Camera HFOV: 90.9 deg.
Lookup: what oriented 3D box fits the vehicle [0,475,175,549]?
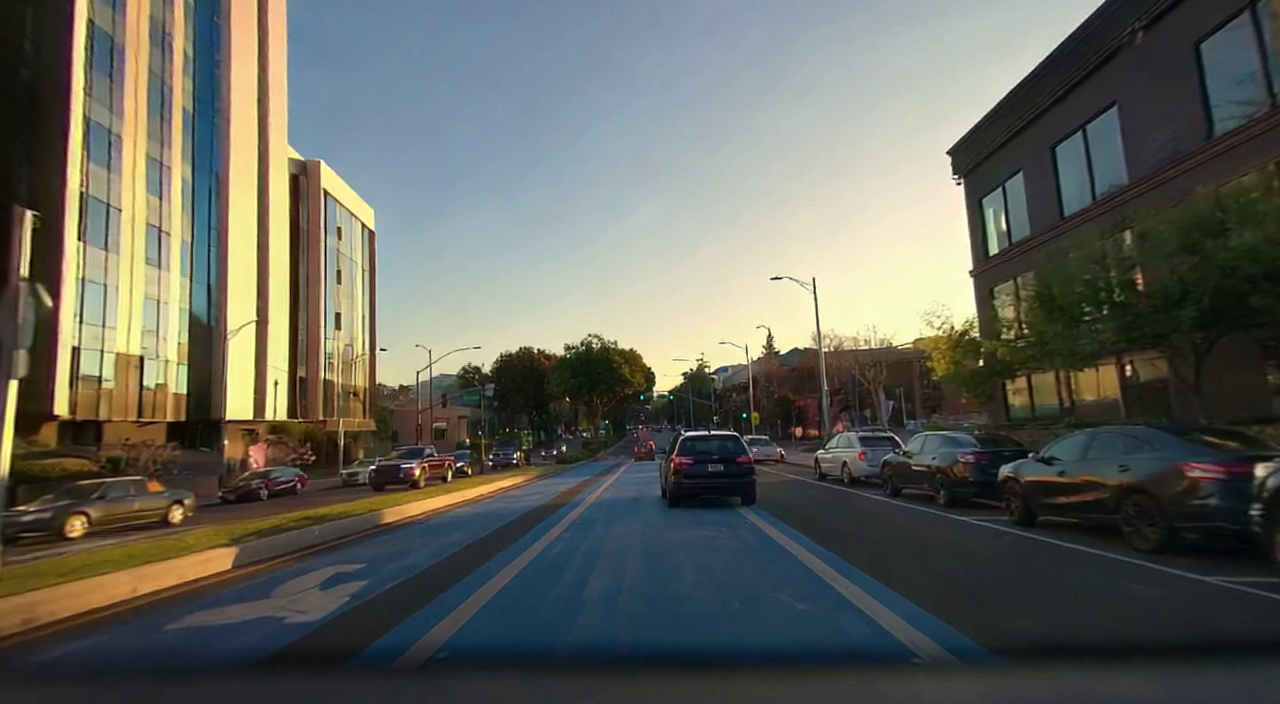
[{"bbox_3d":[-16.325,4.459,18.204,1.933,1.590,4.980,0,-9,1],"label":"vehicle"}]

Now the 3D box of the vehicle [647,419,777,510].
[{"bbox_3d":[1.444,2.541,14.603,2.283,1.773,4.255,0,-9,-3],"label":"vehicle"}]

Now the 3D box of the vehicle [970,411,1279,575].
[{"bbox_3d":[6.688,1.746,8.591,1.927,1.631,4.417,0,-9,-1],"label":"vehicle"}]

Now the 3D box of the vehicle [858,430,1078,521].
[{"bbox_3d":[6.540,2.525,13.456,2.106,1.550,5.046,0,-9,2],"label":"vehicle"}]

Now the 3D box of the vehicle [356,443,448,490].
[{"bbox_3d":[-9.910,4.774,26.702,2.072,1.806,4.736,0,-9,-1],"label":"vehicle"}]

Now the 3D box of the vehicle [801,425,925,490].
[{"bbox_3d":[6.908,3.351,20.336,2.088,1.761,5.697,0,-9,2],"label":"vehicle"}]

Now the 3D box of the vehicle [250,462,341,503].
[{"bbox_3d":[-16.465,6.220,30.438,1.942,1.691,4.281,0,-9,0],"label":"vehicle"}]
